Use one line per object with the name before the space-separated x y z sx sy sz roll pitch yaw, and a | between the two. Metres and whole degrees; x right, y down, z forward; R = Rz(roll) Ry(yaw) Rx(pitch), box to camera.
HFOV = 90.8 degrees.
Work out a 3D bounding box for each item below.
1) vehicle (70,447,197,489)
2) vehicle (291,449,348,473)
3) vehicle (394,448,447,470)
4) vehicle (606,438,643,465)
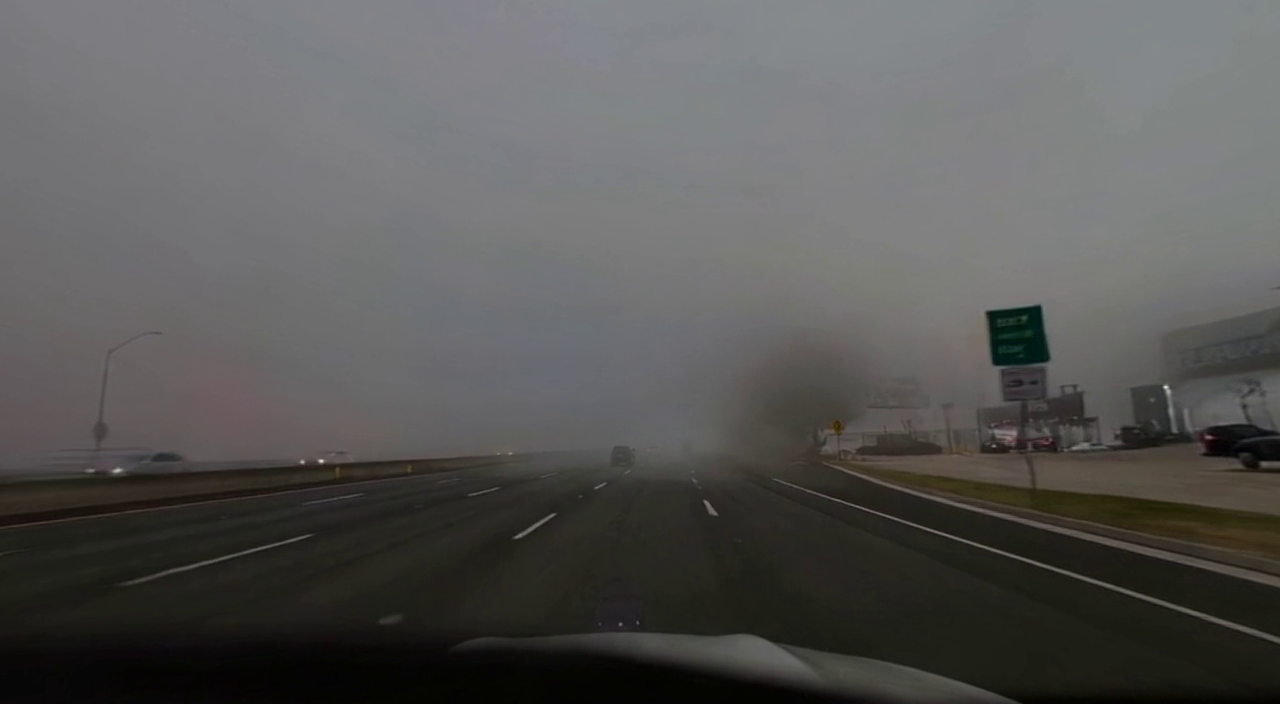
vehicle | -24.396 5.552 30.712 1.968 1.829 4.798 -1 -9 4
vehicle | -23.150 7.876 45.836 1.803 1.619 3.952 -1 -9 5
vehicle | -16.518 8.057 47.796 1.879 1.483 4.697 -1 -9 6
vehicle | -1.062 7.102 45.232 2.139 1.782 4.079 -1 -9 6
